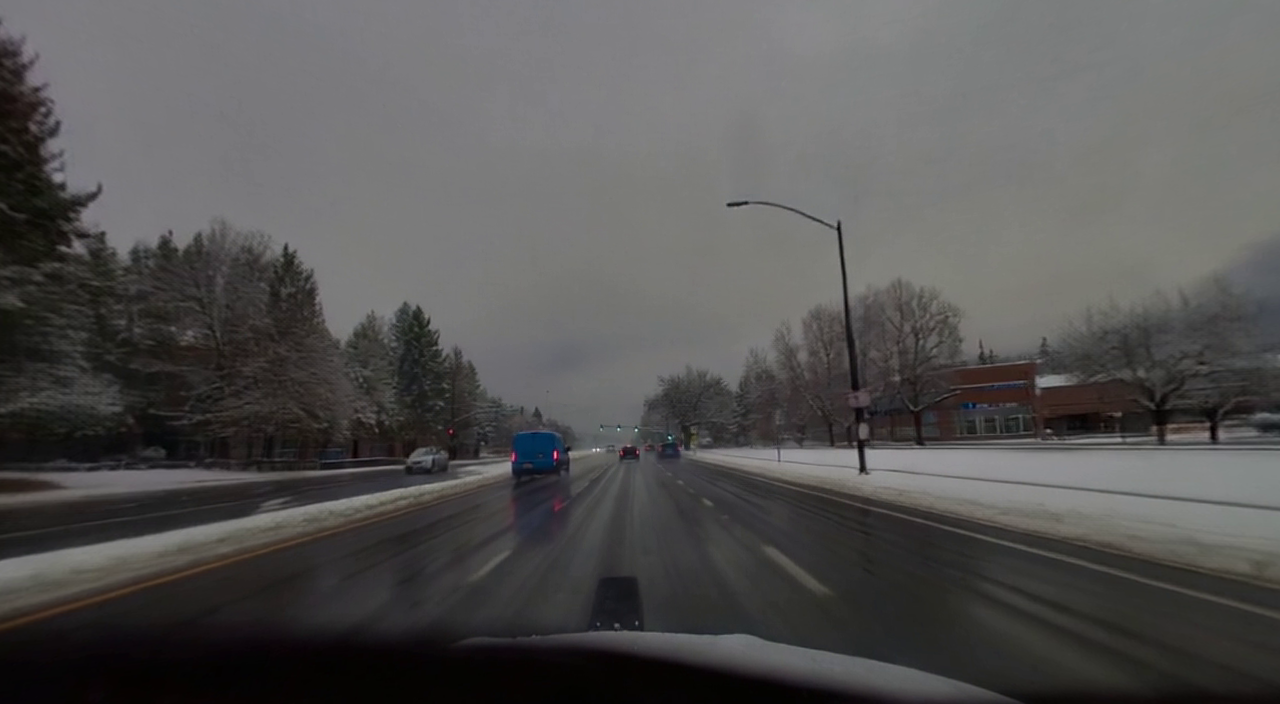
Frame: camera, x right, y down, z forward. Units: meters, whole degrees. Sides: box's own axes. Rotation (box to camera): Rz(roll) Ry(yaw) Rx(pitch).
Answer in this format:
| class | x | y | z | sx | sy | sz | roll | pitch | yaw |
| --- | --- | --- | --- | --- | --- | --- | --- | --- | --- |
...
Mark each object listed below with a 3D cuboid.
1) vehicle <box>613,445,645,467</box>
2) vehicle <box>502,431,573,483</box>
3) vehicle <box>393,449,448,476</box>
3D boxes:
| class | x | y | z | sx | sy | sz | roll | pitch | yaw |
| --- | --- | --- | --- | --- | --- | --- | --- | --- | --- |
| vehicle | -0.778 | 7.062 | 43.136 | 2.039 | 1.455 | 3.826 | 0 | -8 | -2 |
| vehicle | -3.980 | 4.157 | 25.343 | 2.075 | 1.863 | 4.744 | 0 | -9 | -1 |
| vehicle | -13.417 | 6.743 | 38.906 | 2.060 | 1.506 | 4.827 | 0 | -8 | -6 |
